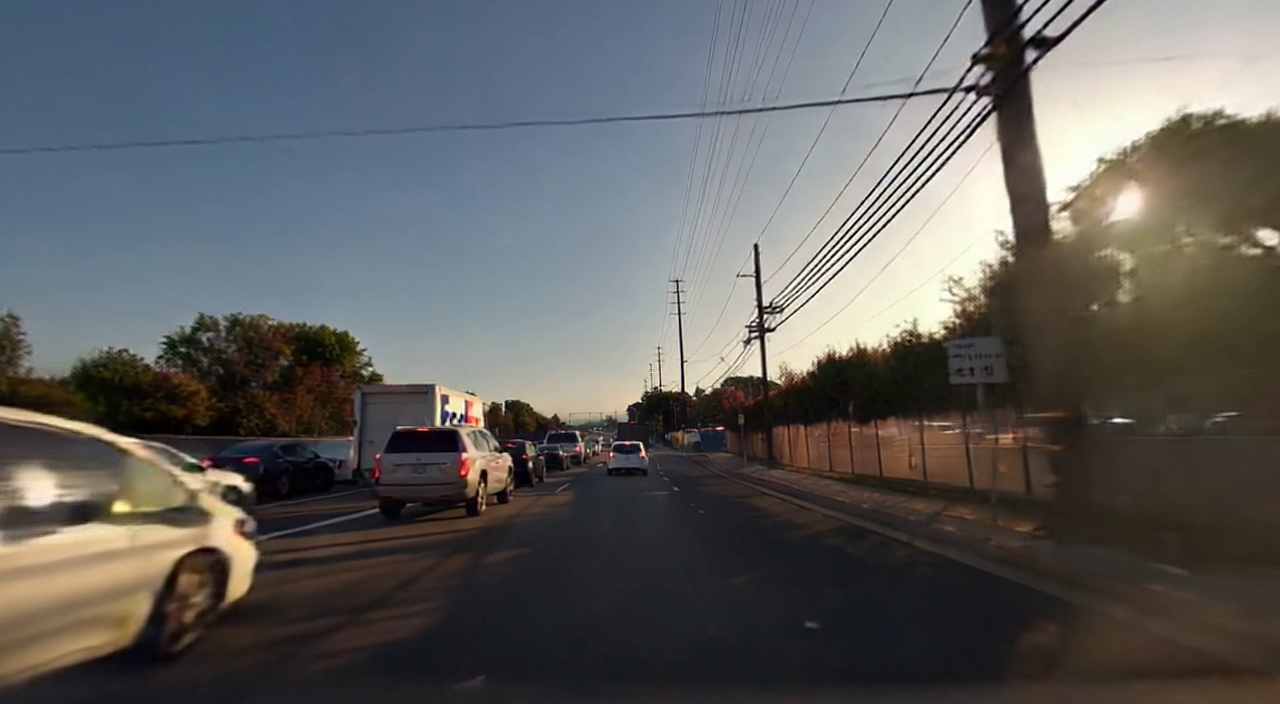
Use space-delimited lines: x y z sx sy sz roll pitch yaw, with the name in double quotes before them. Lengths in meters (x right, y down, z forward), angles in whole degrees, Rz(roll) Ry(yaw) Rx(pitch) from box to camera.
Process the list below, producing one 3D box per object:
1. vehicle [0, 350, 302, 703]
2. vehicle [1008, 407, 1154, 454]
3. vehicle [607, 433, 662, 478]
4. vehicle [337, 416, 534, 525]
"vehicle" -3.392 0.766 1.820 2.057 1.673 4.934 0 -8 0
"vehicle" 32.728 5.881 46.905 8.848 3.271 2.774 0 -9 -5
"vehicle" -0.241 4.203 25.696 2.055 1.671 4.147 0 -8 -1
"vehicle" -3.819 2.326 12.942 2.263 1.803 4.868 0 -8 2
